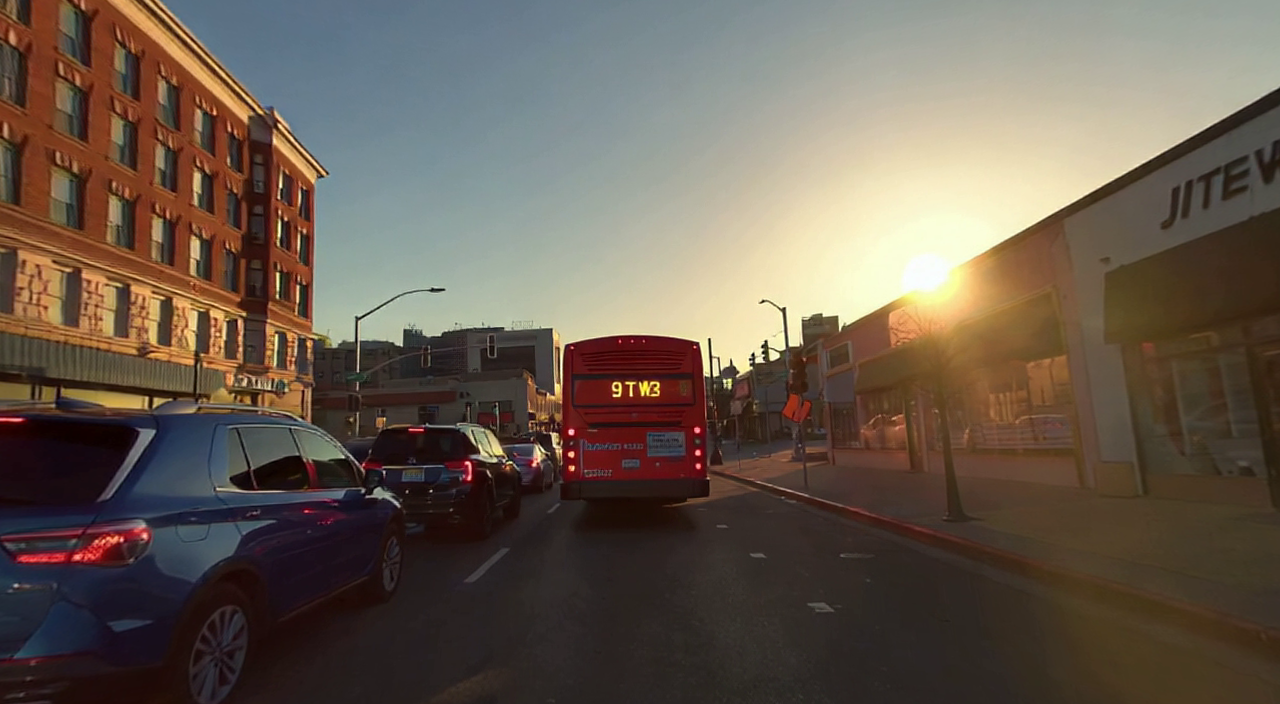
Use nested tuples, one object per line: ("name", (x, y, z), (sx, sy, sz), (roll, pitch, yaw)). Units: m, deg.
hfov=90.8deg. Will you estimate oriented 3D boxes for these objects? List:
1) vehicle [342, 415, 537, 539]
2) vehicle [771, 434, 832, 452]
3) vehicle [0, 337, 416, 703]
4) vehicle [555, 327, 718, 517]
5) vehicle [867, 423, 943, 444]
("vehicle", (-3.355, 2.204, 11.770), (2.096, 1.828, 4.669), (0, -8, 0))
("vehicle", (11.899, 6.738, 46.666), (3.949, 1.337, 1.738), (0, -9, -2))
("vehicle", (-3.225, 1.090, 3.968), (2.020, 1.725, 4.384), (0, -8, 0))
("vehicle", (-0.316, 1.991, 16.571), (2.938, 3.468, 9.972), (0, -9, -3))
("vehicle", (19.784, 6.113, 47.215), (4.827, 1.555, 1.863), (1, -9, -6))
